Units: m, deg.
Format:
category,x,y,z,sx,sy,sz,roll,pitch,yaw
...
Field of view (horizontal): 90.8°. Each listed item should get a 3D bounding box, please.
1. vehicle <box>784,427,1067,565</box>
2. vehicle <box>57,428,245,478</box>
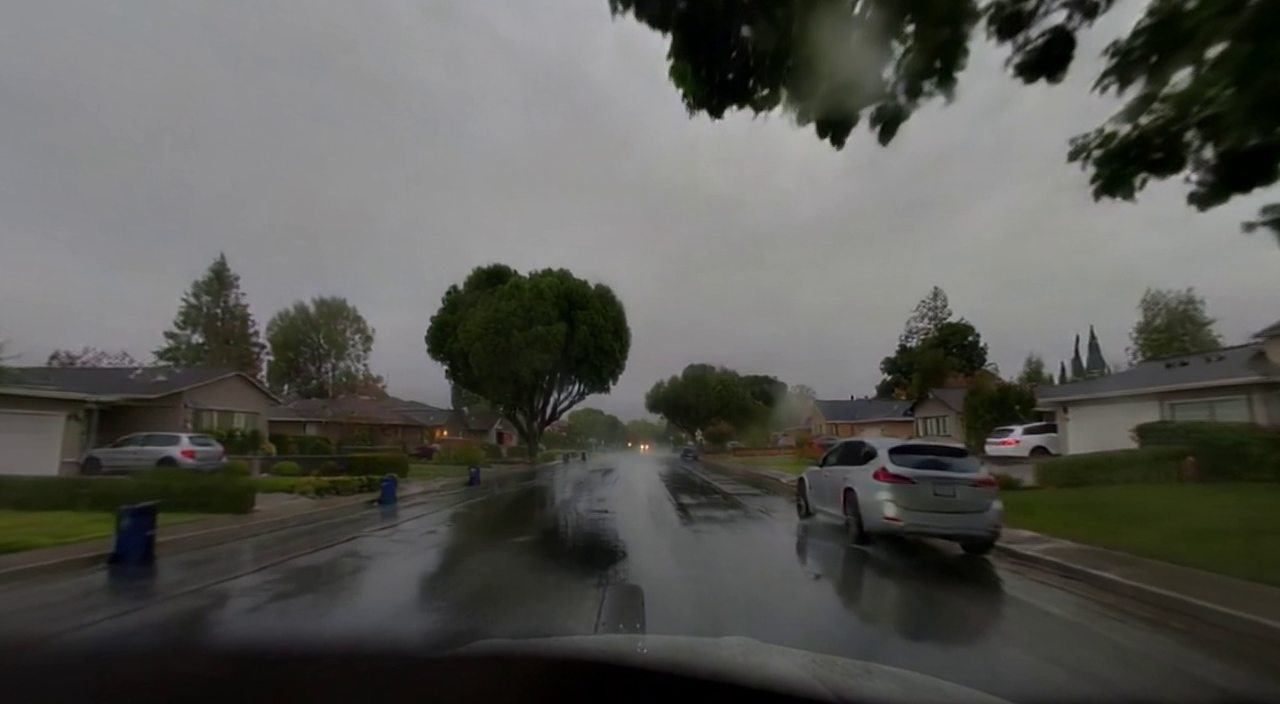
category,x,y,z,sx,sy,sz,roll,pitch,yaw
vehicle,3.893,2.050,9.846,2.136,1.596,4.790,0,-8,-1
vehicle,-16.609,3.468,21.721,4.607,1.573,2.058,1,-9,-4
